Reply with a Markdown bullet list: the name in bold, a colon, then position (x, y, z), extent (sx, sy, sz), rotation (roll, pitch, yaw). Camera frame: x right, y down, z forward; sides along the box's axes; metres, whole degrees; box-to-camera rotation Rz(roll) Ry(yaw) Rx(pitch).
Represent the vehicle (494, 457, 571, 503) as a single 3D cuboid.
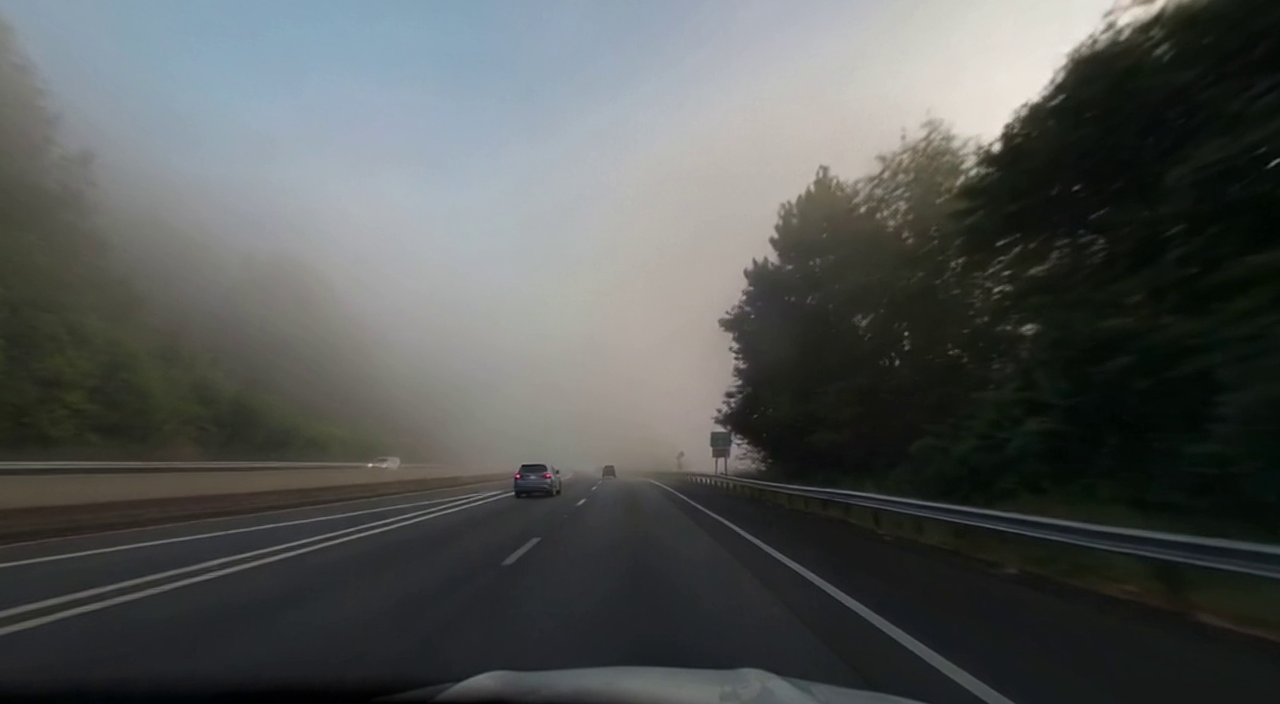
- **vehicle**: position (-3.936, 4.811, 23.932), extent (2.115, 1.546, 4.638), rotation (1, -10, 0)
